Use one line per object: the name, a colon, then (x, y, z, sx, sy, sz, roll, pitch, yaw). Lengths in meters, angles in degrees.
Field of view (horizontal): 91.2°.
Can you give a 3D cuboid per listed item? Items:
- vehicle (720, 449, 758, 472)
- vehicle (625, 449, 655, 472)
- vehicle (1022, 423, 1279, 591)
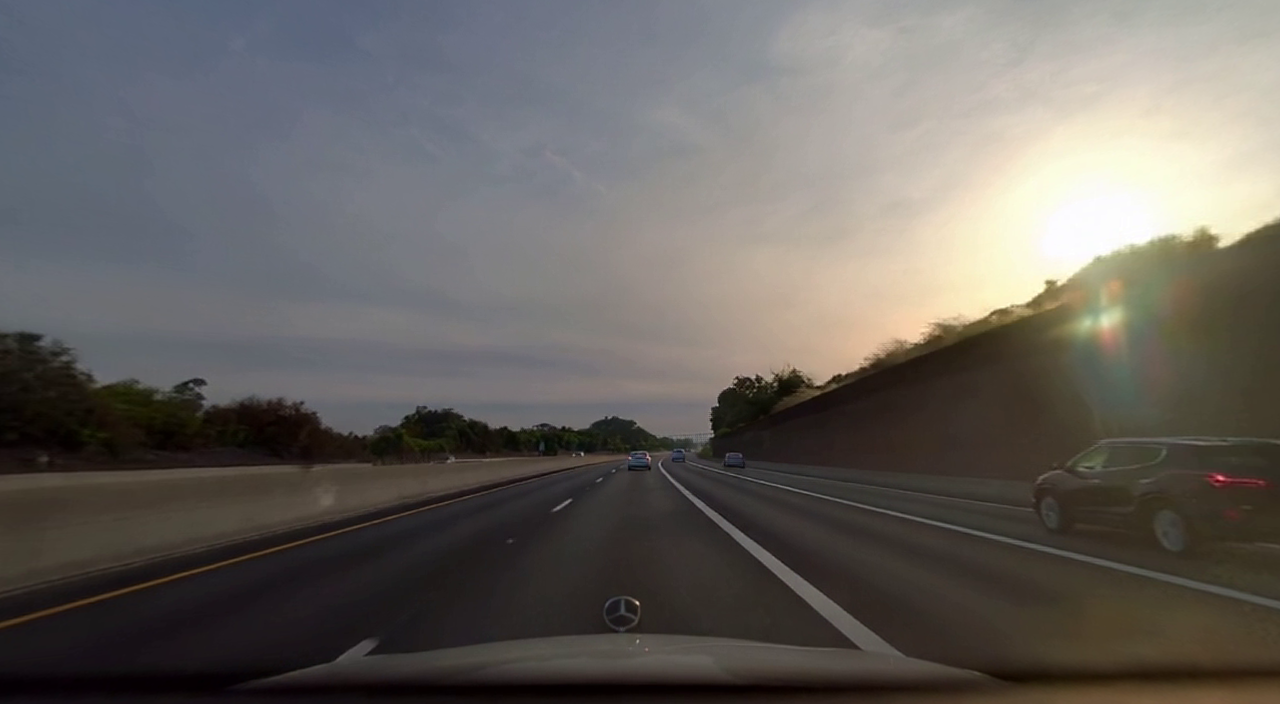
vehicle: (6.786, 7.435, 43.276, 1.941, 1.485, 3.701, 0, -9, -1)
vehicle: (-0.014, 7.783, 45.091, 2.025, 1.526, 4.181, 0, -9, 0)
vehicle: (6.895, 1.649, 7.236, 2.008, 1.533, 4.592, 0, -9, -1)
